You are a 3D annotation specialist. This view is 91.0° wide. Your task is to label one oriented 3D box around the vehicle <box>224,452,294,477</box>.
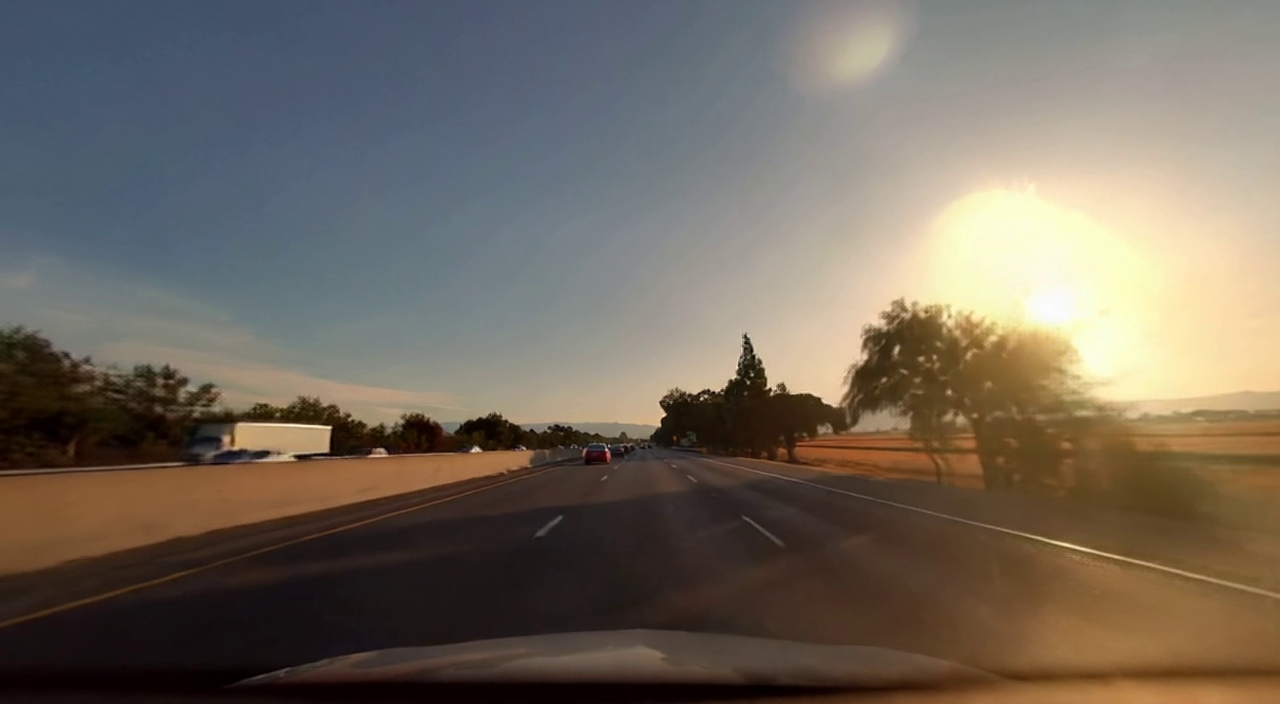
[{"bbox_3d":[-24.473,7.188,40.617,1.791,1.476,4.286,0,-9,1],"label":"vehicle"}]
